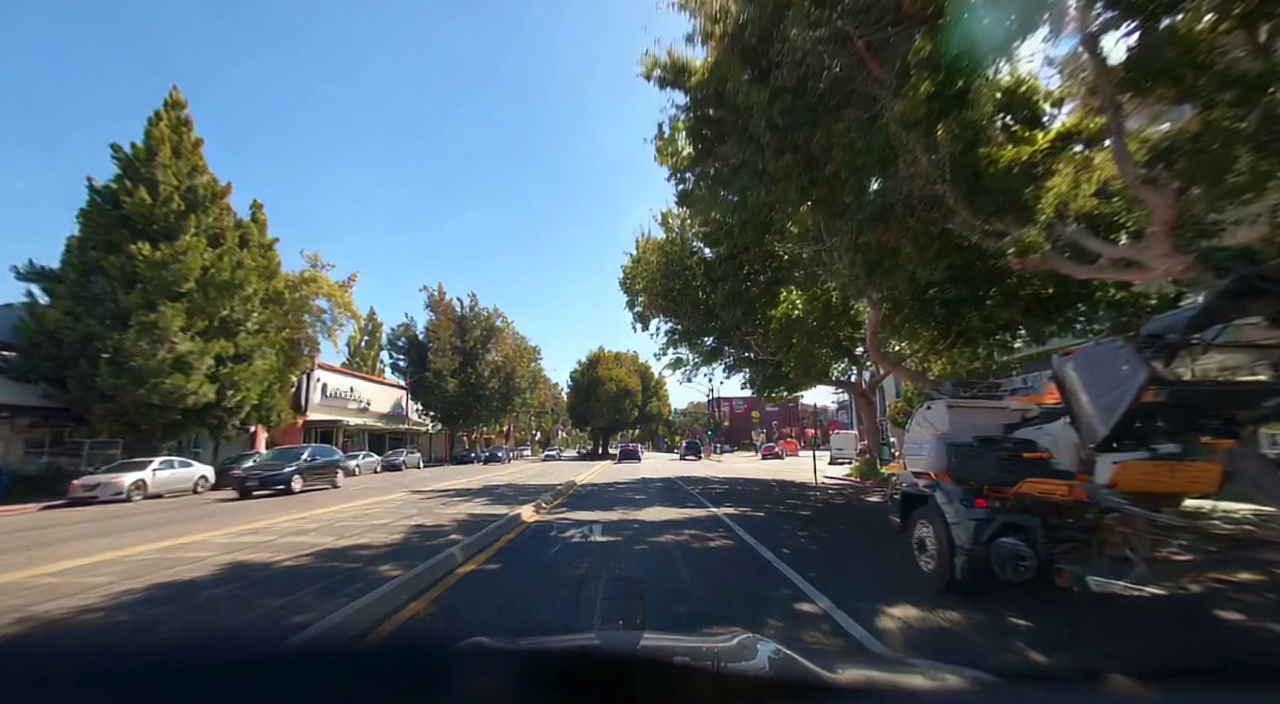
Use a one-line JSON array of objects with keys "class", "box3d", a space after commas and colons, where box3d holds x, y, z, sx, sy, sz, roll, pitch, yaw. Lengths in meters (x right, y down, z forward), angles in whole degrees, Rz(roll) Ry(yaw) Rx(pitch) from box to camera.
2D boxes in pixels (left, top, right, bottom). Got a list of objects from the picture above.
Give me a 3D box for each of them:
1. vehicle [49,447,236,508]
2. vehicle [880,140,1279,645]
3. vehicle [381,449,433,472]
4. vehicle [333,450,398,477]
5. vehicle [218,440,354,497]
[{"class": "vehicle", "box3d": [-16.143, 4.030, 20.959, 2.103, 1.746, 4.992, 0, -8, 0]}, {"class": "vehicle", "box3d": [5.657, 0.301, 4.409, 3.052, 3.242, 10.672, 0, -9, -4]}, {"class": "vehicle", "box3d": [-16.269, 7.577, 44.402, 1.852, 1.476, 4.704, 0, -9, 0]}, {"class": "vehicle", "box3d": [-16.345, 6.639, 37.868, 1.856, 1.496, 4.686, 0, -9, -1]}, {"class": "vehicle", "box3d": [-11.936, 3.916, 21.735, 1.983, 1.700, 4.695, 0, -9, -1]}]
